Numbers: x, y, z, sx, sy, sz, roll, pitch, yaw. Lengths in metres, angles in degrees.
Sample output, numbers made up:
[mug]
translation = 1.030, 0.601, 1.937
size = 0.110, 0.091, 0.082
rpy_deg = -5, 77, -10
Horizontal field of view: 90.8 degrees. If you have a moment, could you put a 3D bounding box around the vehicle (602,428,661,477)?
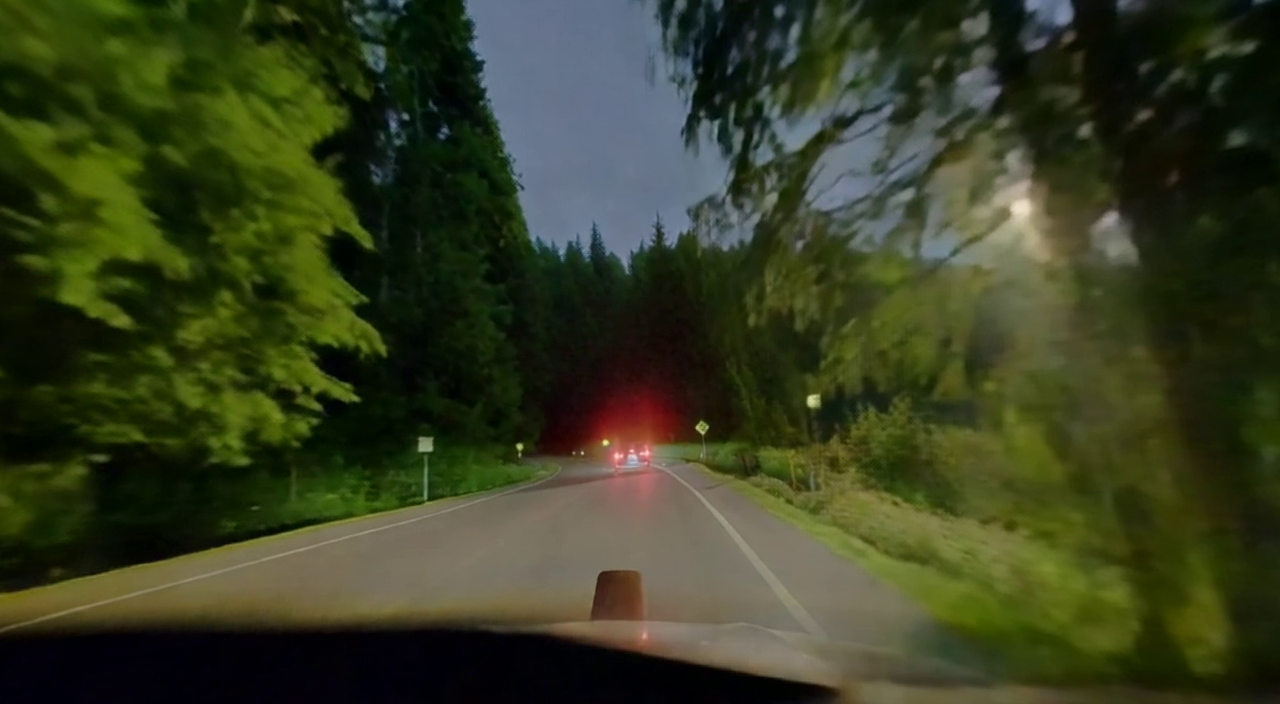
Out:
[vehicle]
translation = -0.445, 4.899, 31.016
size = 2.469, 1.953, 5.605
rpy_deg = -5, -8, -2
